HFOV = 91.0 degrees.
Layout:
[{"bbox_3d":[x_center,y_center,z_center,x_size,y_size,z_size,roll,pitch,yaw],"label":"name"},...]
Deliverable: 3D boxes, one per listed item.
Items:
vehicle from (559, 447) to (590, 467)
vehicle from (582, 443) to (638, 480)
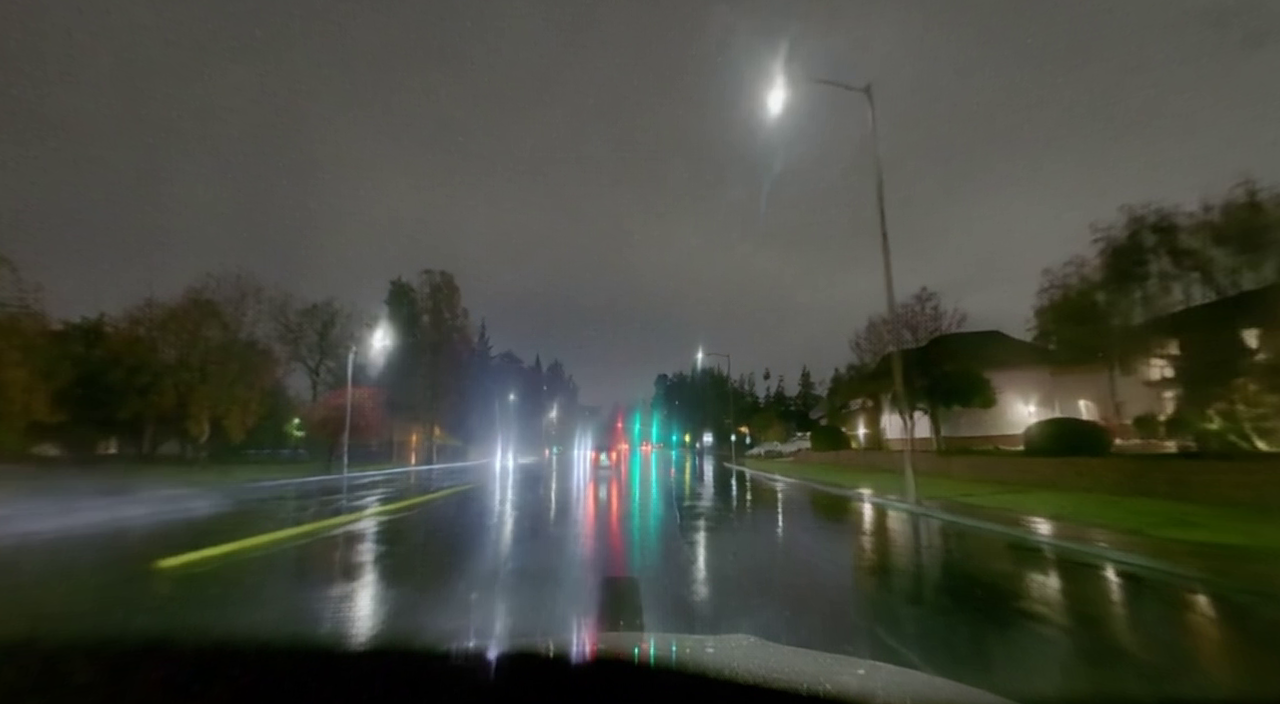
[{"bbox_3d":[-5.006,8.071,48.688,2.014,1.472,4.357,0,-9,-2],"label":"vehicle"},{"bbox_3d":[-1.274,4.971,28.783,2.106,1.517,4.375,-1,-9,3],"label":"vehicle"}]
